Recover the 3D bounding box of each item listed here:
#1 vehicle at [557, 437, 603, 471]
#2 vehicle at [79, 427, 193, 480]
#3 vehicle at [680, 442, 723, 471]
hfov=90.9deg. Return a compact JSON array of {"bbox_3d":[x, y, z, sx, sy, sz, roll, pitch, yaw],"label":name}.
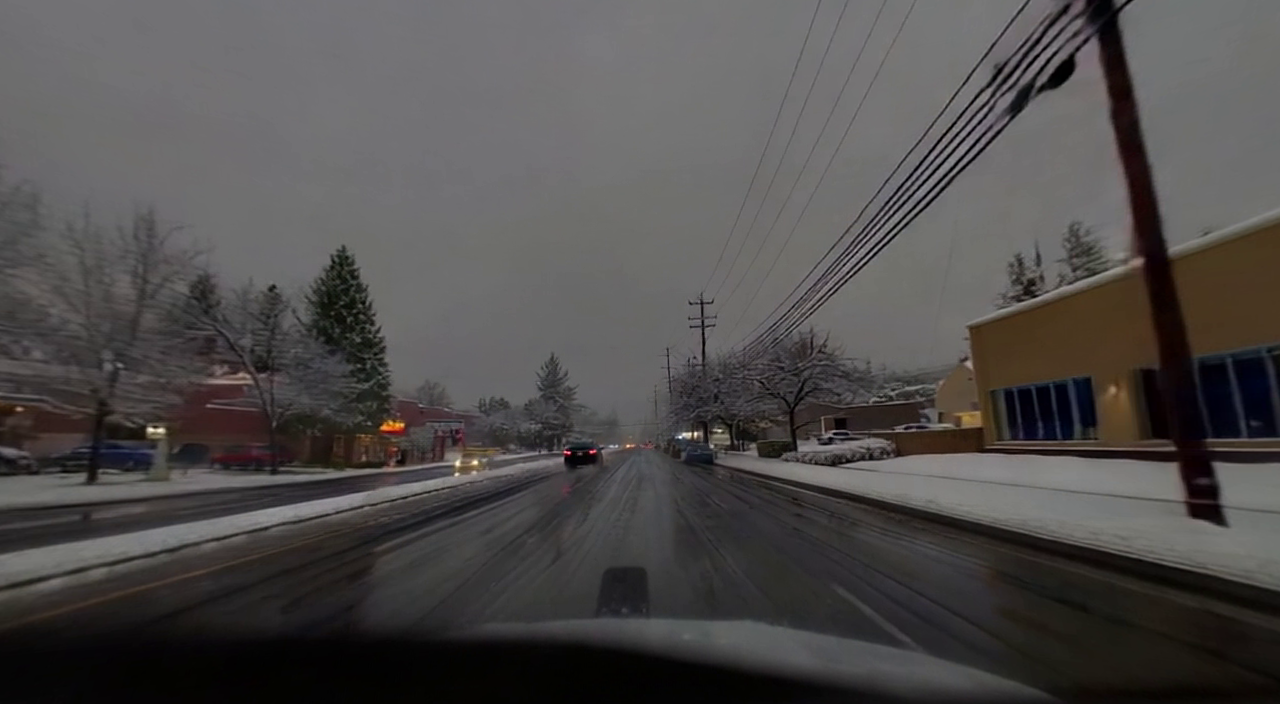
[{"bbox_3d":[-3.089,5.403,33.408,2.047,1.664,4.148,0,-9,0],"label":"vehicle"},{"bbox_3d":[-28.200,5.687,35.634,2.230,2.687,5.908,1,-8,-9],"label":"vehicle"},{"bbox_3d":[3.323,5.725,34.662,1.978,1.455,4.195,1,-9,1],"label":"vehicle"}]
